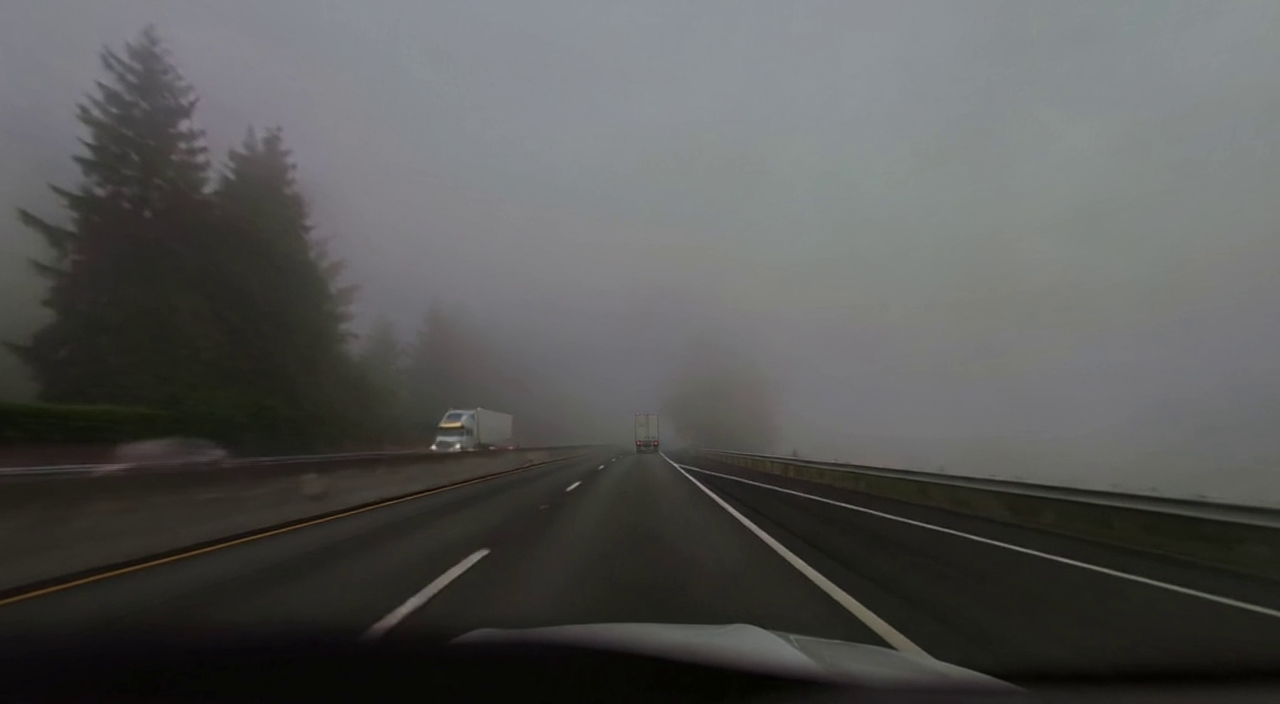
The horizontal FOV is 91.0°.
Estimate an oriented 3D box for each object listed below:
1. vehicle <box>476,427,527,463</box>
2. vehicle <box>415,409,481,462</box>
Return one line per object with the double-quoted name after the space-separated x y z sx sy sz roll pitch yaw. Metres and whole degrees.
-9.939 6.712 45.666 2.304 2.391 5.779 -1 -8 1 "vehicle"
-14.425 6.360 47.835 3.020 3.775 5.939 -1 -8 0 "vehicle"
